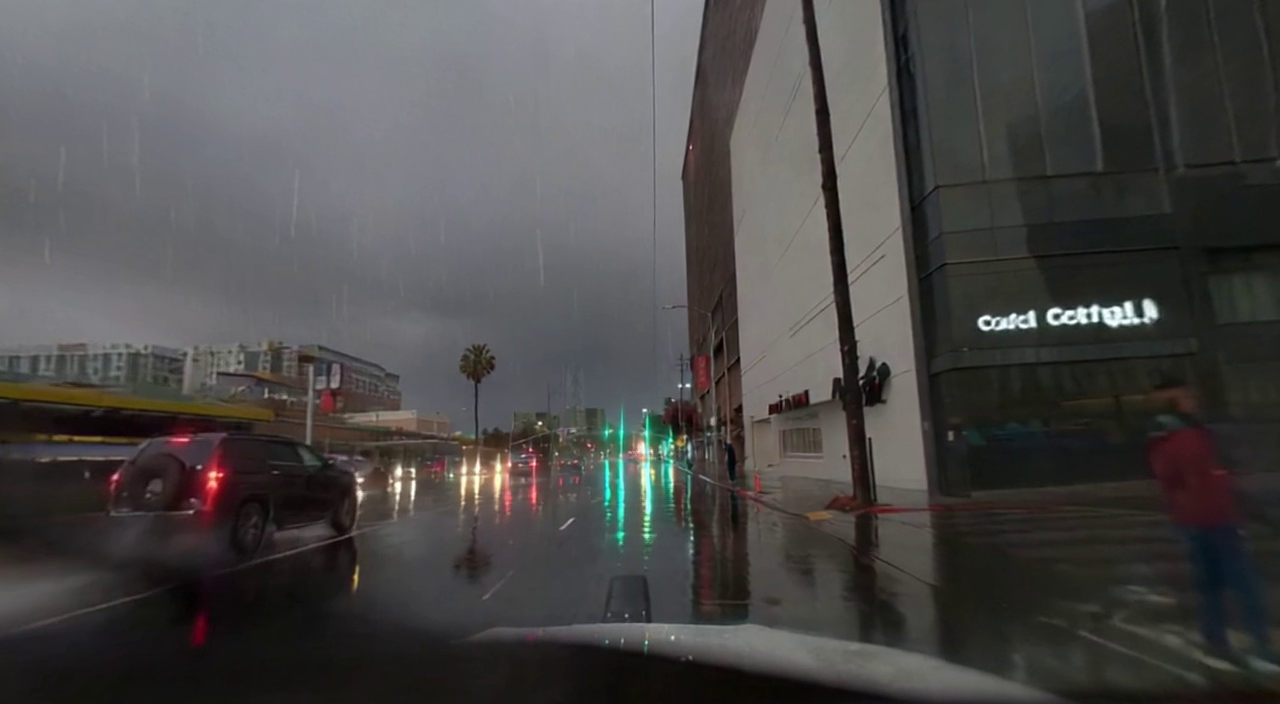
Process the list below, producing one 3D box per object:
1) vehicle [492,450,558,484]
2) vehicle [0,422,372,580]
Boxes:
[{"bbox_3d":[-5.362,5.417,30.017,2.030,1.488,4.650,-1,-9,3],"label":"vehicle"},{"bbox_3d":[-6.065,2.017,9.333,2.007,1.698,4.759,0,-9,1],"label":"vehicle"}]
